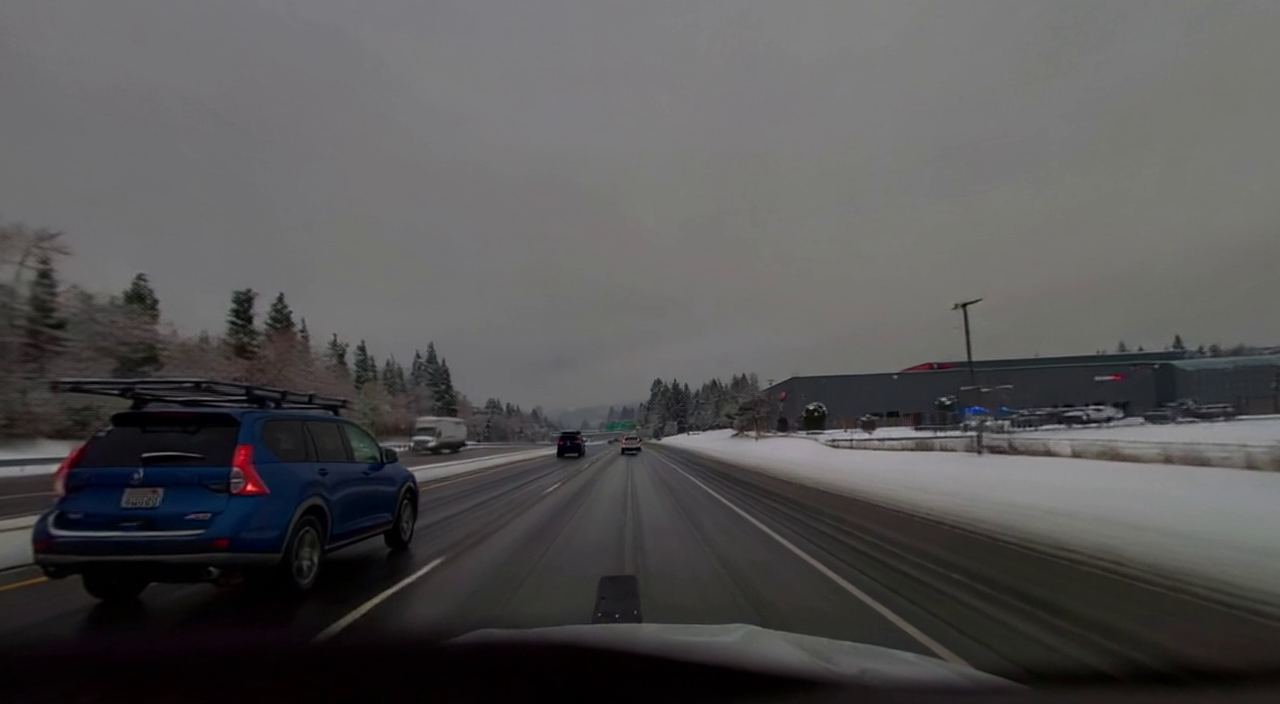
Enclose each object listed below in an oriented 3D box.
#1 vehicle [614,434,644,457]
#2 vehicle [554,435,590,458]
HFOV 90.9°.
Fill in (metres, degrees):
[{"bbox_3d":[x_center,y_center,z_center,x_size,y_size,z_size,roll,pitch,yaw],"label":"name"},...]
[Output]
[{"bbox_3d":[-0.790,6.987,47.165,2.151,1.618,3.898,0,-8,-1],"label":"vehicle"},{"bbox_3d":[-4.959,6.933,46.528,2.189,1.580,4.607,0,-8,-1],"label":"vehicle"}]
